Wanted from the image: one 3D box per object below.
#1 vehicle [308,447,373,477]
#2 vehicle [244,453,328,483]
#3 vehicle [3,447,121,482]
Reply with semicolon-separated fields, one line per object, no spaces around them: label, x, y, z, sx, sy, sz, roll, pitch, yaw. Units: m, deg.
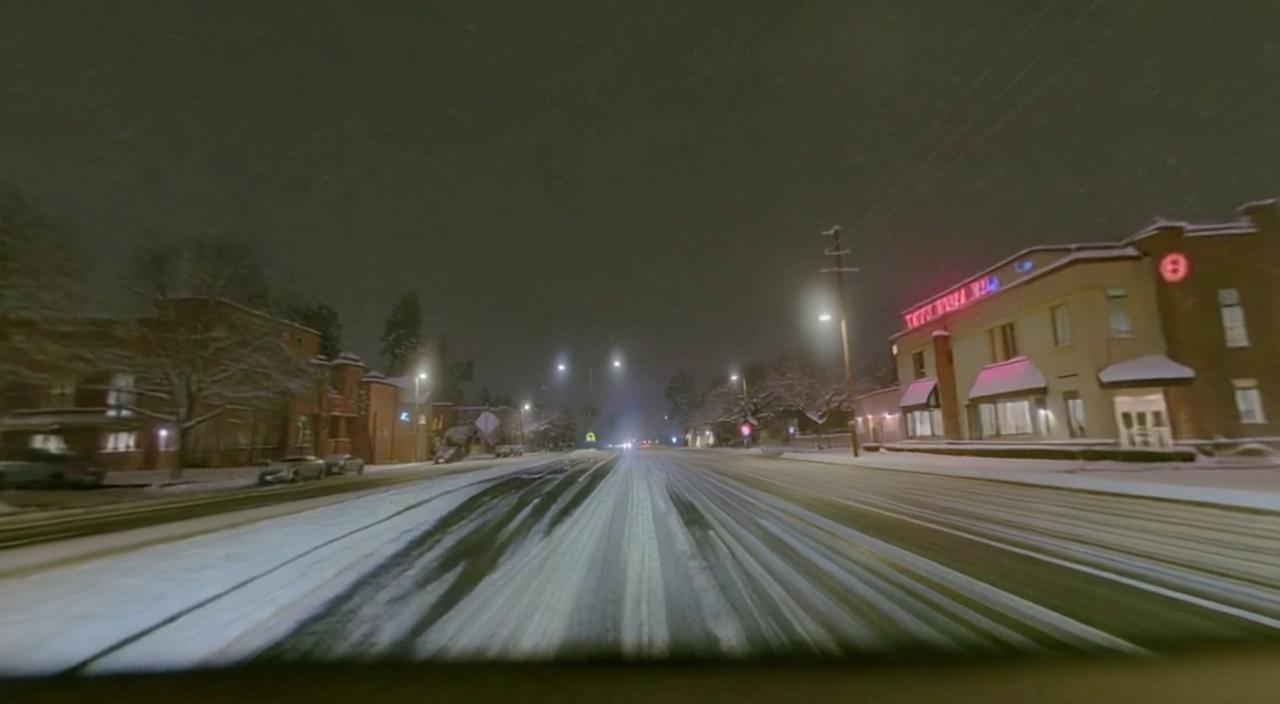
vehicle;-19.239;7.052;40.775;1.976;1.766;4.677;0;-9;-1
vehicle;-19.139;6.268;34.432;1.925;1.485;4.821;0;-8;-1
vehicle;-28.523;5.552;31.392;2.008;1.594;4.100;0;-8;-2
